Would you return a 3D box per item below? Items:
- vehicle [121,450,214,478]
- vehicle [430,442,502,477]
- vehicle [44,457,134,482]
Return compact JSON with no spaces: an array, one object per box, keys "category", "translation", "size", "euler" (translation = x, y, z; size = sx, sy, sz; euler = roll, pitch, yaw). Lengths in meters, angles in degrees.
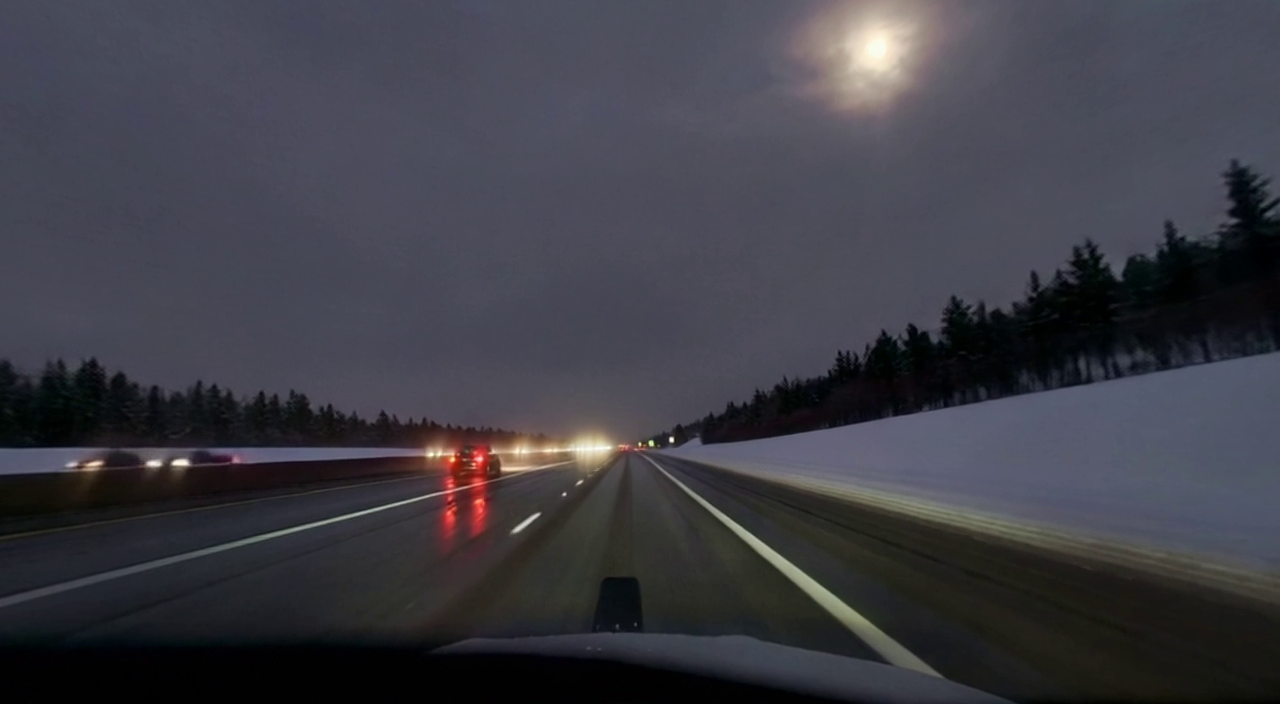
[{"category":"vehicle","translation":[-28.814,6.826,38.771],"size":[1.973,1.535,4.806],"euler":[0,-8,0]},{"category":"vehicle","translation":[-8.145,5.050,30.043],"size":[2.005,1.545,4.874],"euler":[0,-8,0]},{"category":"vehicle","translation":[-36.451,7.763,41.942],"size":[1.787,1.465,4.647],"euler":[0,-8,0]}]
